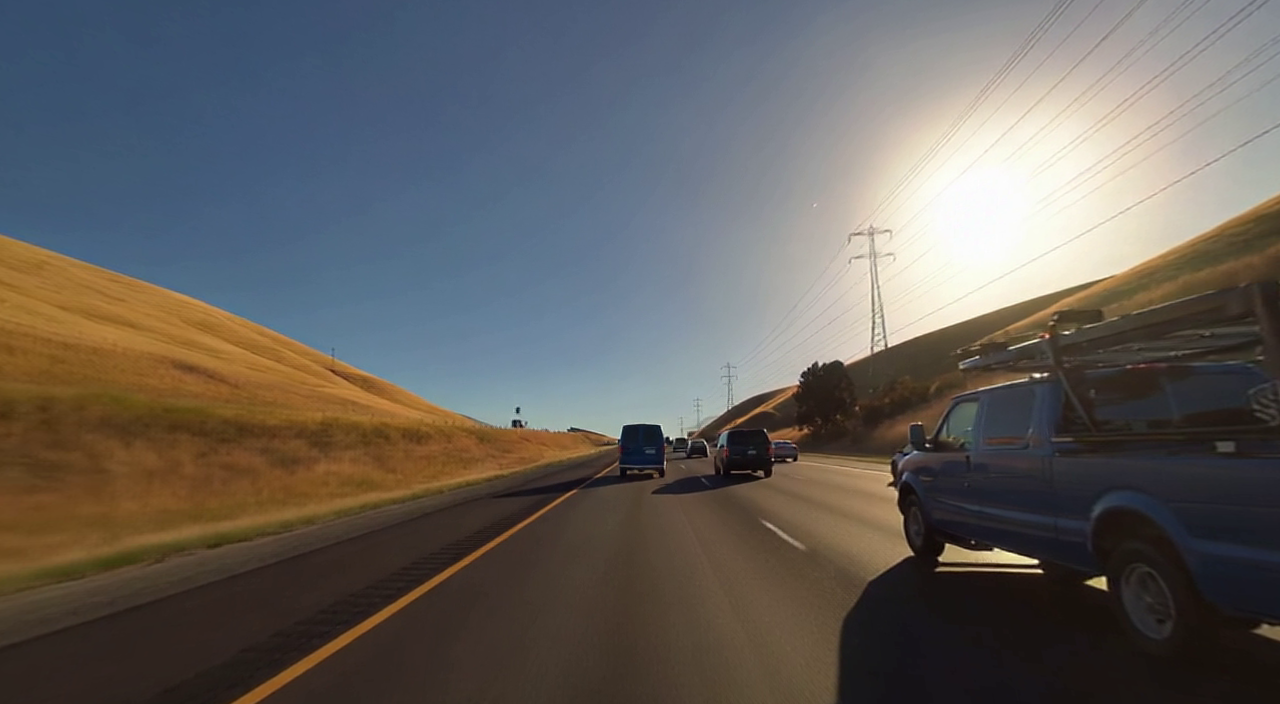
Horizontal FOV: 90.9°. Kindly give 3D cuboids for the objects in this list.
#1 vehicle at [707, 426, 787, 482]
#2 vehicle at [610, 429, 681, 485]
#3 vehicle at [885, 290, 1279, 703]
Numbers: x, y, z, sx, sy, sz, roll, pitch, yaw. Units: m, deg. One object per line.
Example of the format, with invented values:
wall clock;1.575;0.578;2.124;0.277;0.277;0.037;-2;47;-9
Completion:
vehicle;3.777;3.717;23.138;2.139;1.821;4.480;0;-8;0
vehicle;0.186;3.676;22.372;2.268;1.772;4.523;0;-8;1
vehicle;3.895;0.882;3.641;2.691;1.901;5.744;0;-8;1
